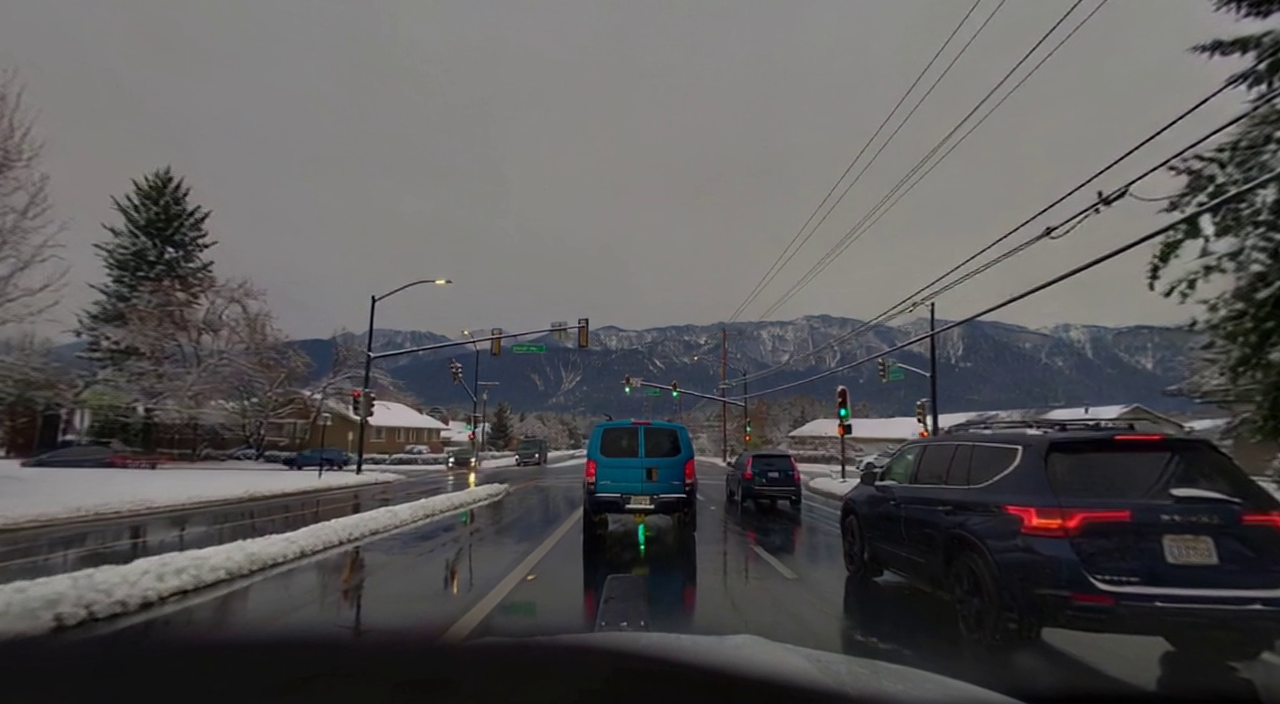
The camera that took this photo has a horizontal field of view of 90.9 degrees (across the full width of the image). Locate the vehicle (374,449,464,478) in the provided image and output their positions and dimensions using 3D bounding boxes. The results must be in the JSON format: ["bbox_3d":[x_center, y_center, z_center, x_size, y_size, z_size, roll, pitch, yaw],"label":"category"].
[{"bbox_3d":[-12.559,6.286,35.871,4.644,1.533,2.005,-4,-9,24],"label":"vehicle"}]

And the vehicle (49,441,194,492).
[{"bbox_3d":[-20.422,4.496,25.171,1.996,1.809,4.699,1,-8,-5],"label":"vehicle"}]

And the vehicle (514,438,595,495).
[{"bbox_3d":[-2.809,3.906,21.859,2.059,1.749,4.458,0,-8,2],"label":"vehicle"}]

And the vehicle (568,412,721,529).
[{"bbox_3d":[0.081,2.433,13.554,2.636,2.011,5.130,0,-8,0],"label":"vehicle"}]

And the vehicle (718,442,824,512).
[{"bbox_3d":[3.390,3.298,17.227,1.957,1.646,4.355,0,-8,0],"label":"vehicle"}]

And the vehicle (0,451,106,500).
[{"bbox_3d":[-20.081,3.901,20.131,1.830,1.436,4.771,0,-8,1],"label":"vehicle"}]

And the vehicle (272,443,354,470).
[{"bbox_3d":[-22.030,7.041,42.535,4.428,1.738,1.886,0,-8,1],"label":"vehicle"}]

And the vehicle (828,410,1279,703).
[{"bbox_3d":[3.523,1.497,5.774,2.155,1.658,4.721,0,-8,0],"label":"vehicle"}]
